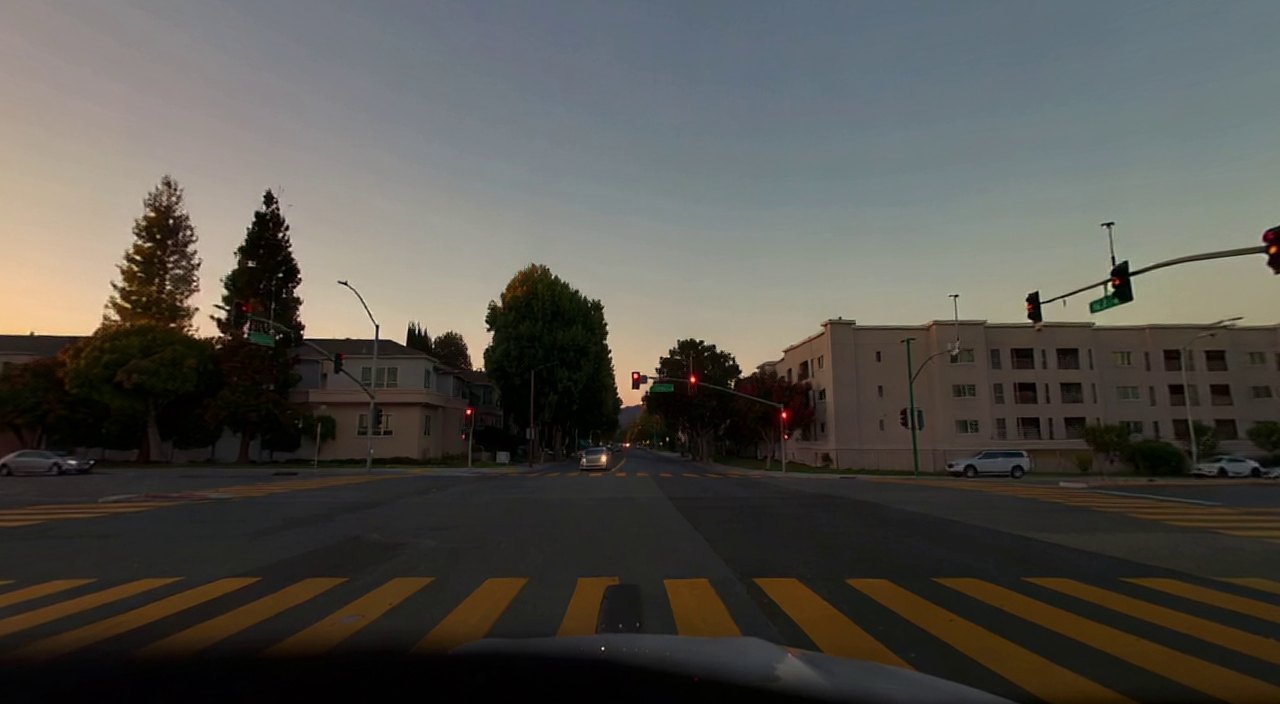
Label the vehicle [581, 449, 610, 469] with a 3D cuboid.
[{"bbox_3d":[-3.440,8.362,49.227,1.908,1.441,4.142,0,-8,1],"label":"vehicle"}]

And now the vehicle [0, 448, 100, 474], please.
[{"bbox_3d":[-35.138,6.419,37.191,4.741,1.447,1.807,0,-9,0],"label":"vehicle"}]

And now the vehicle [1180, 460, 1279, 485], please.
[{"bbox_3d":[36.224,7.309,38.297,4.976,1.428,1.929,0,-8,-1],"label":"vehicle"}]

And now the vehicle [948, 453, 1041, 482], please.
[{"bbox_3d":[21.103,6.874,37.585,4.447,1.623,1.801,0,-9,-3],"label":"vehicle"}]
